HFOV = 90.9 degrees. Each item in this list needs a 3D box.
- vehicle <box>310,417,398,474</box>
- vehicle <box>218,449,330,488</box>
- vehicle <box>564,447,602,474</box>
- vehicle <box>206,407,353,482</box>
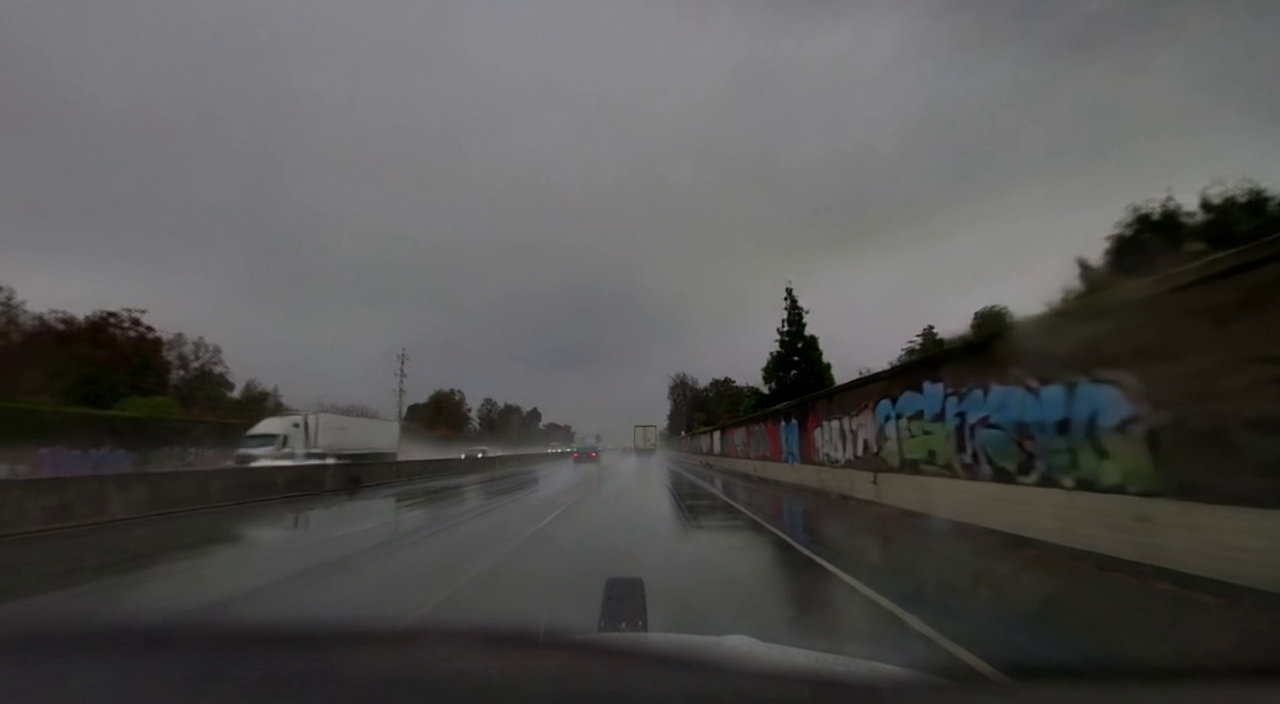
[{"bbox_3d":[-21.920,7.298,48.940,2.850,4.006,8.213,0,-9,0],"label":"vehicle"},{"bbox_3d":[-15.037,4.784,26.231,1.917,1.491,4.429,0,-9,1],"label":"vehicle"},{"bbox_3d":[-3.263,6.345,37.021,1.803,1.466,4.509,0,-9,0],"label":"vehicle"},{"bbox_3d":[-21.945,5.823,39.408,2.873,4.027,10.474,0,-9,0],"label":"vehicle"}]
